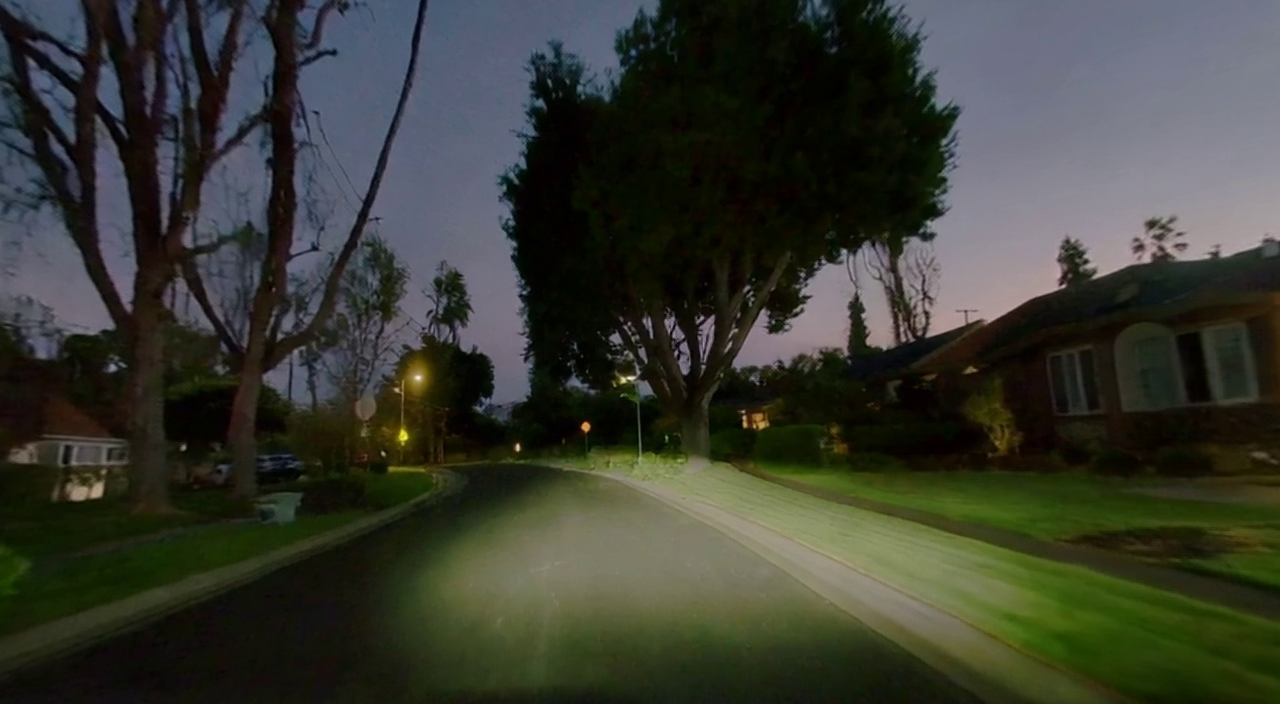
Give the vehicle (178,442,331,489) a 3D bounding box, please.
[{"bbox_3d":[-14.438,4.248,23.853,4.471,1.638,1.877,1,-8,-8],"label":"vehicle"}]
